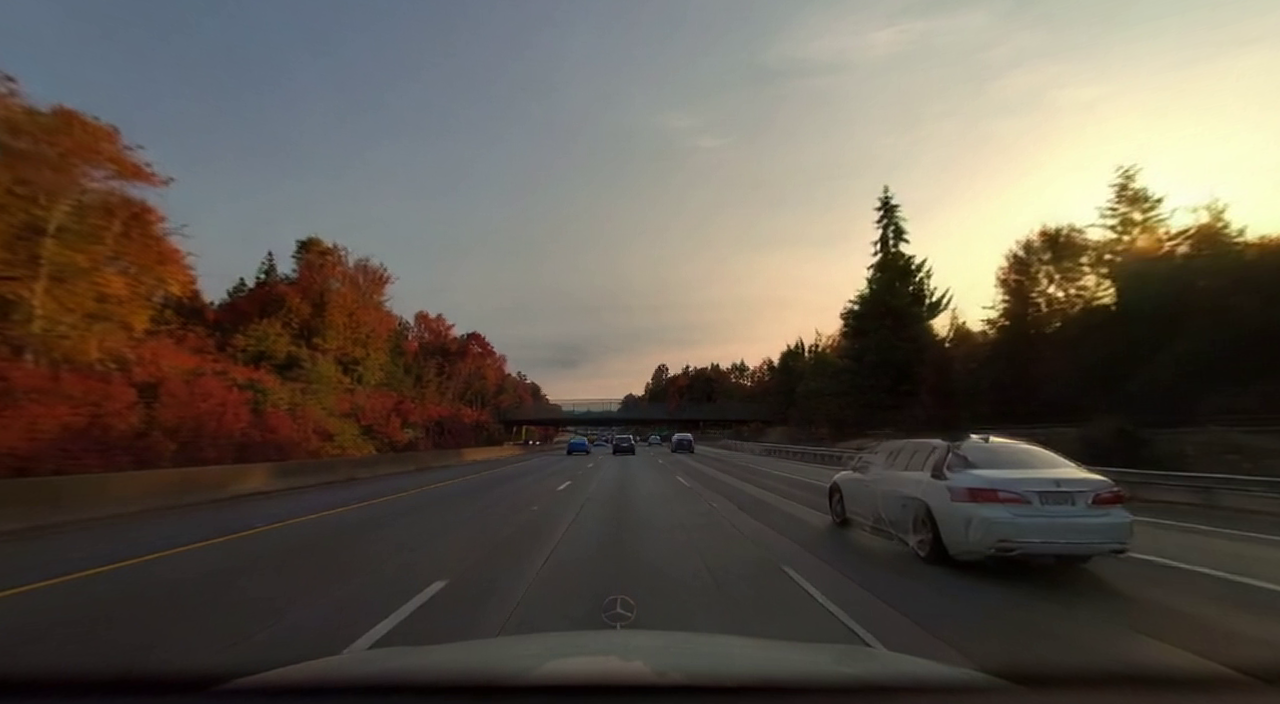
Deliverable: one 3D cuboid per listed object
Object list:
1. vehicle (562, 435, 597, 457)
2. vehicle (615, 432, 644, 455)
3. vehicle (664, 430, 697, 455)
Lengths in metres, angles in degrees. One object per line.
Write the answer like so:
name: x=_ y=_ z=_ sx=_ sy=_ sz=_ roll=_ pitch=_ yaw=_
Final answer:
vehicle: x=-4.267 y=6.668 z=44.773 sx=2.103 sy=1.507 sz=4.367 roll=0 pitch=-8 yaw=0
vehicle: x=-0.803 y=7.184 z=49.275 sx=2.157 sy=1.688 sz=4.480 roll=0 pitch=-8 yaw=0
vehicle: x=3.066 y=6.923 z=48.228 sx=2.055 sy=1.786 sz=4.157 roll=0 pitch=-8 yaw=-2
